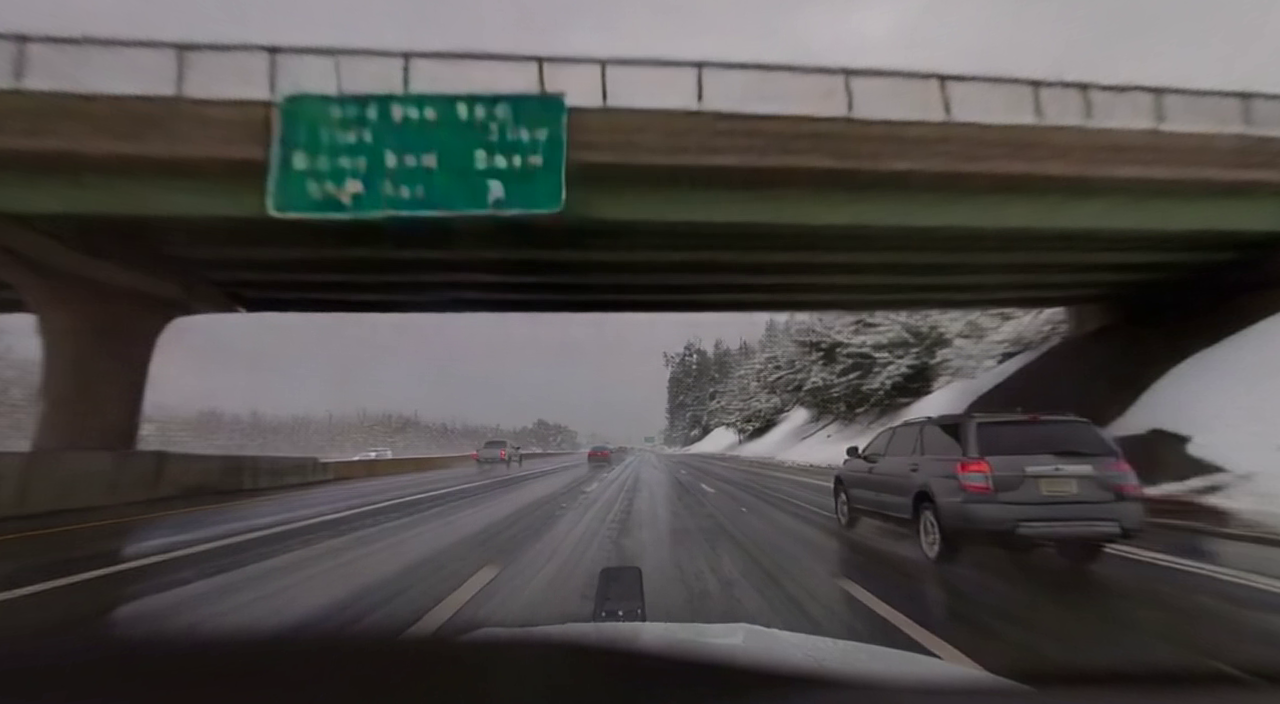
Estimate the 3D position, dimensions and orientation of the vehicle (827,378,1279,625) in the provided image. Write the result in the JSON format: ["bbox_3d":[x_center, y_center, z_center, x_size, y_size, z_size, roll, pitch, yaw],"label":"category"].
[{"bbox_3d":[3.609,1.374,6.644,1.990,1.735,4.276,0,-9,1],"label":"vehicle"}]

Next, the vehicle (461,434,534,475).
[{"bbox_3d":[-7.281,5.327,32.926,2.341,1.959,5.684,0,-9,2],"label":"vehicle"}]

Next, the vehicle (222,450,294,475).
[{"bbox_3d":[-25.971,7.491,42.984,2.020,1.629,4.543,0,-9,1],"label":"vehicle"}]

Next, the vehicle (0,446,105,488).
[{"bbox_3d":[-29.810,5.591,31.119,2.034,1.876,5.304,0,-9,0],"label":"vehicle"}]
